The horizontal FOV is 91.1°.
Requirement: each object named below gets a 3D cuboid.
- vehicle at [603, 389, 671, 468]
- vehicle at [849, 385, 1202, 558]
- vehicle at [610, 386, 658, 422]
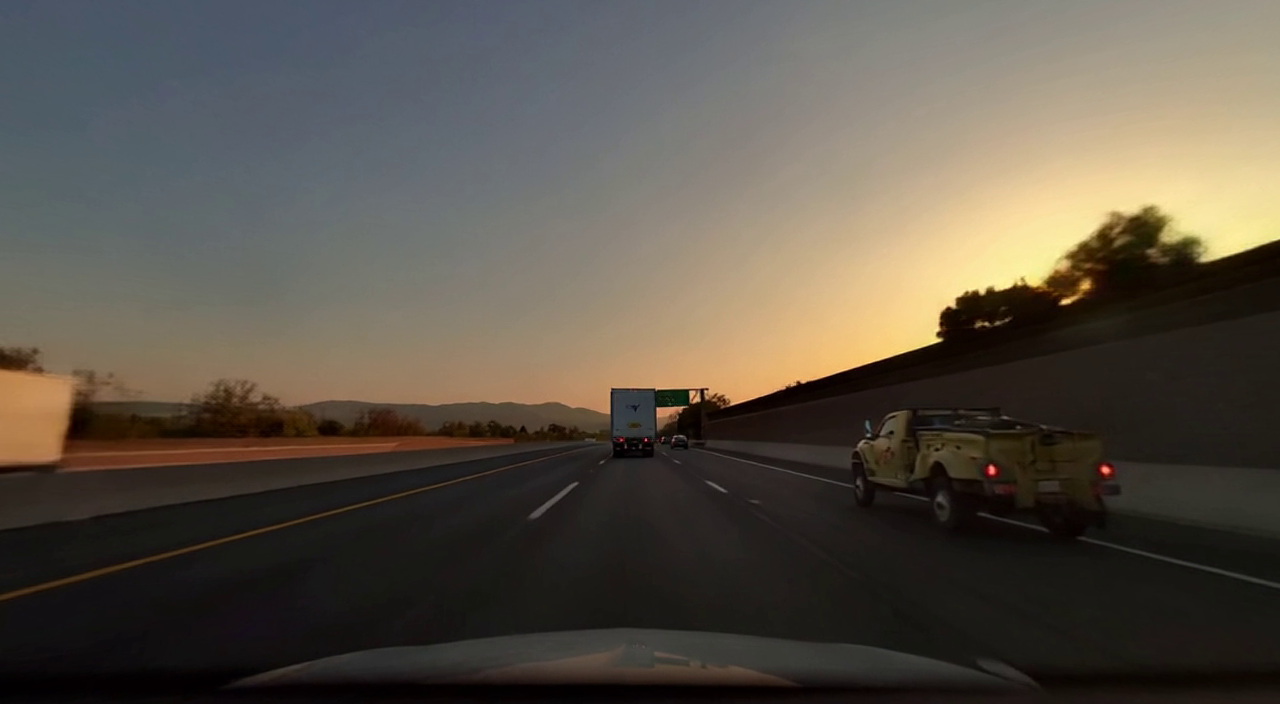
[{"bbox_3d":[-0.363,4.130,34.206,2.953,3.406,13.372,1,-7,-2],"label":"vehicle"},{"bbox_3d":[4.899,1.583,9.087,2.091,1.829,4.625,0,-8,-1],"label":"vehicle"},{"bbox_3d":[-0.300,2.546,29.956,2.112,1.472,4.240,0,-8,-1],"label":"vehicle"}]
